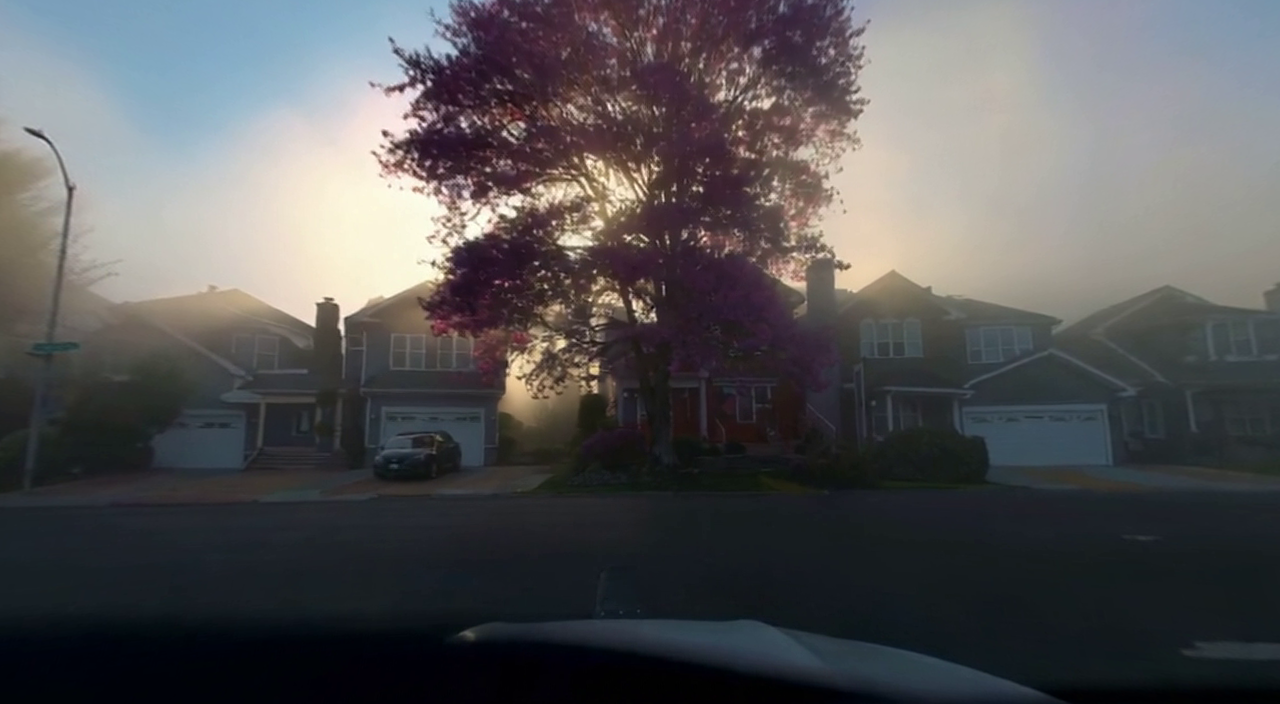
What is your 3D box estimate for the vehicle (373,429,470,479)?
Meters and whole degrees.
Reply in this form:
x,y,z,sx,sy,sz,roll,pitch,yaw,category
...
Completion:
x,y,z,sx,sy,sz,roll,pitch,yaw,category
-7.205,3.421,21.292,1.968,1.491,4.486,1,-8,-4,vehicle
